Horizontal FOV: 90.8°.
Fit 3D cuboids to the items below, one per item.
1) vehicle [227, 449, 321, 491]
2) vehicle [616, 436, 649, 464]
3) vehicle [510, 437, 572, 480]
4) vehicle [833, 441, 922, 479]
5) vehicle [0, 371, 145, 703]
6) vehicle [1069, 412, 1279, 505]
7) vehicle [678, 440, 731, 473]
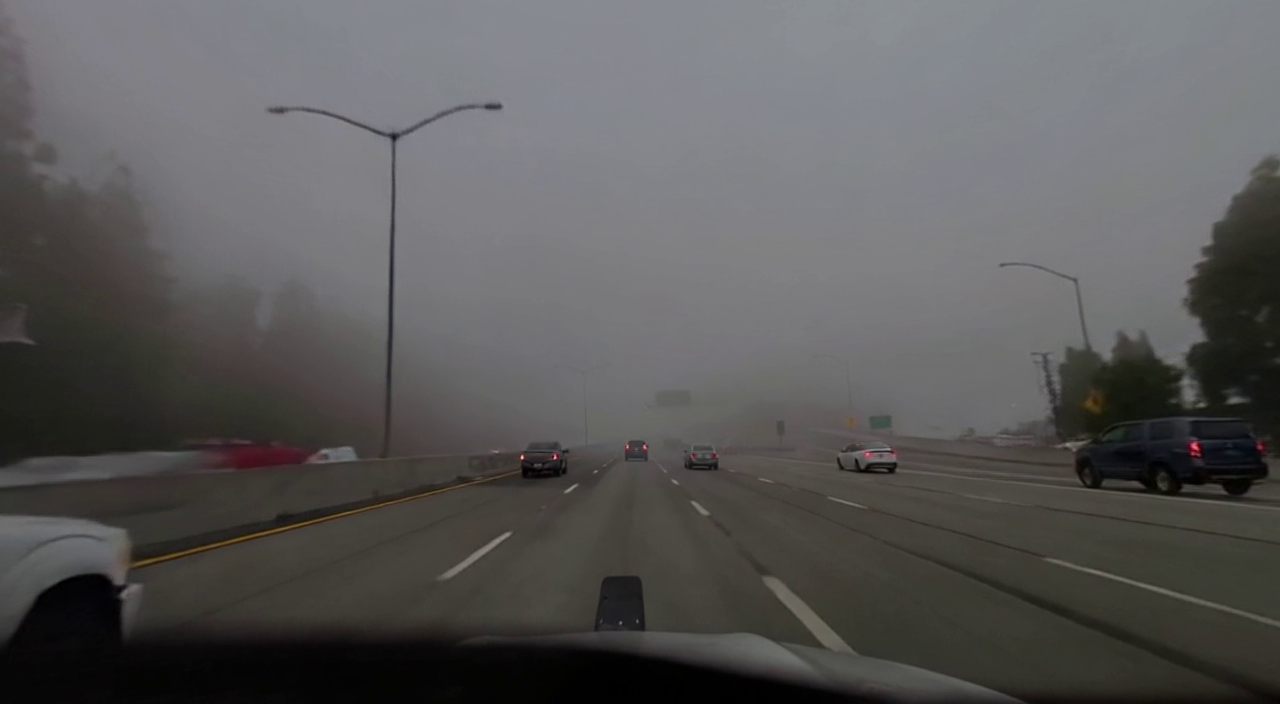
[{"bbox_3d":[-13.148,4.240,22.918,1.455,1.372,3.287,0,-9,-1],"label":"vehicle"},{"bbox_3d":[-0.502,6.902,44.423,2.192,1.813,4.864,0,-8,-1],"label":"vehicle"},{"bbox_3d":[-4.065,4.459,26.670,1.992,1.651,4.185,0,-8,0],"label":"vehicle"},{"bbox_3d":[9.389,4.285,25.319,1.910,1.384,3.867,1,-8,-3],"label":"vehicle"},{"bbox_3d":[-3.636,0.691,1.037,2.119,1.654,4.353,0,-9,-1],"label":"vehicle"},{"bbox_3d":[12.903,2.443,14.871,2.076,1.799,4.871,0,-8,-1],"label":"vehicle"},{"bbox_3d":[3.051,5.094,30.945,2.007,1.469,4.337,0,-8,-2],"label":"vehicle"}]
